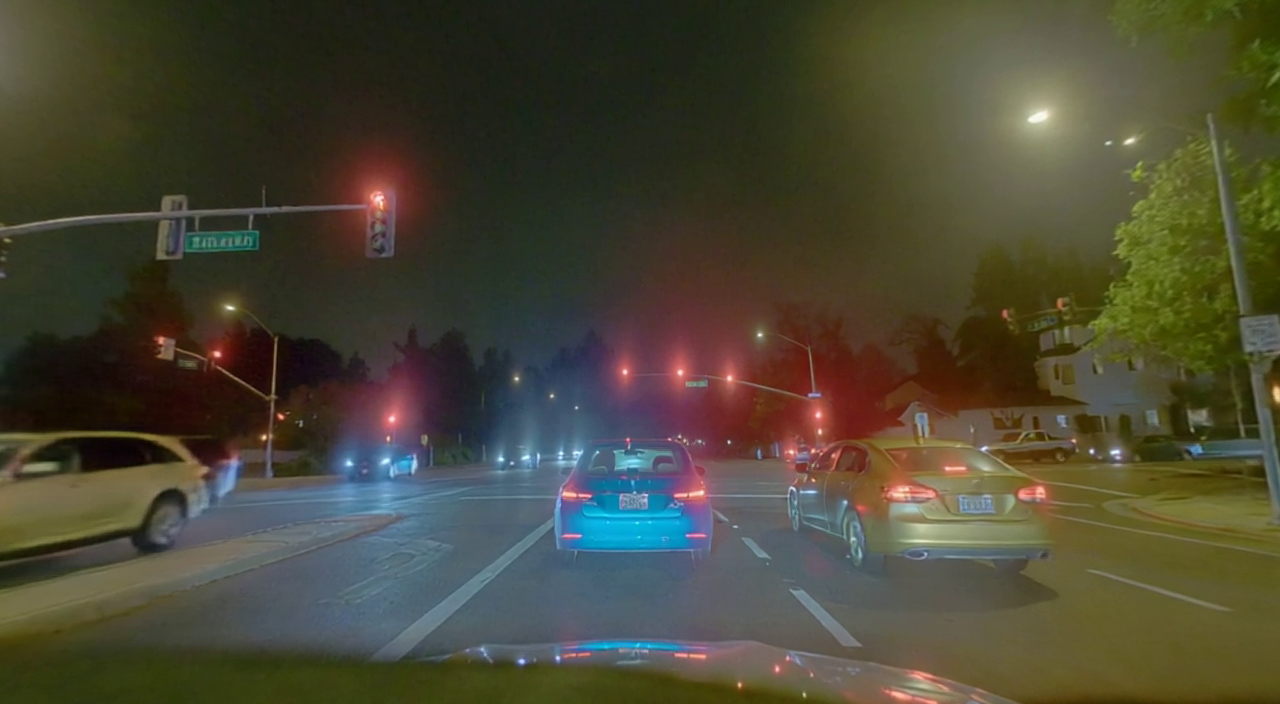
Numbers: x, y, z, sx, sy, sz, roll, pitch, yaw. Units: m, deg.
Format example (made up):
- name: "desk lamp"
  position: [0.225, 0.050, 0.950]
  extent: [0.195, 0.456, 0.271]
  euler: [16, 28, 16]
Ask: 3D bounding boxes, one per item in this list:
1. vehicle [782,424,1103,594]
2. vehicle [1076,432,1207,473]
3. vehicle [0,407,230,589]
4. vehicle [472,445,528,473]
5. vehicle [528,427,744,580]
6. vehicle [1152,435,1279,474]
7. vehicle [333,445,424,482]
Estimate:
- name: "vehicle"
  position: [3.177, 1.717, 7.764]
  extent: [1.913, 1.505, 4.097]
  euler: [0, -8, 0]
- name: "vehicle"
  position: [23.978, 4.796, 30.337]
  extent: [4.520, 1.762, 2.005]
  euler: [-1, -8, -1]
- name: "vehicle"
  position: [-7.510, 1.581, 7.127]
  extent: [2.383, 1.779, 4.973]
  euler: [0, -8, 1]
- name: "vehicle"
  position: [-7.568, 5.805, 34.530]
  extent: [2.040, 1.374, 4.150]
  euler: [0, -8, 1]
- name: "vehicle"
  position: [-0.057, 1.782, 8.257]
  extent: [2.103, 1.478, 4.073]
  euler: [0, -8, 0]
- name: "vehicle"
  position: [25.395, 4.334, 26.812]
  extent: [5.159, 1.600, 2.329]
  euler: [0, -9, 2]
- name: "vehicle"
  position: [-11.449, 4.881, 28.028]
  extent: [2.125, 1.476, 4.385]
  euler: [-1, -8, 0]
